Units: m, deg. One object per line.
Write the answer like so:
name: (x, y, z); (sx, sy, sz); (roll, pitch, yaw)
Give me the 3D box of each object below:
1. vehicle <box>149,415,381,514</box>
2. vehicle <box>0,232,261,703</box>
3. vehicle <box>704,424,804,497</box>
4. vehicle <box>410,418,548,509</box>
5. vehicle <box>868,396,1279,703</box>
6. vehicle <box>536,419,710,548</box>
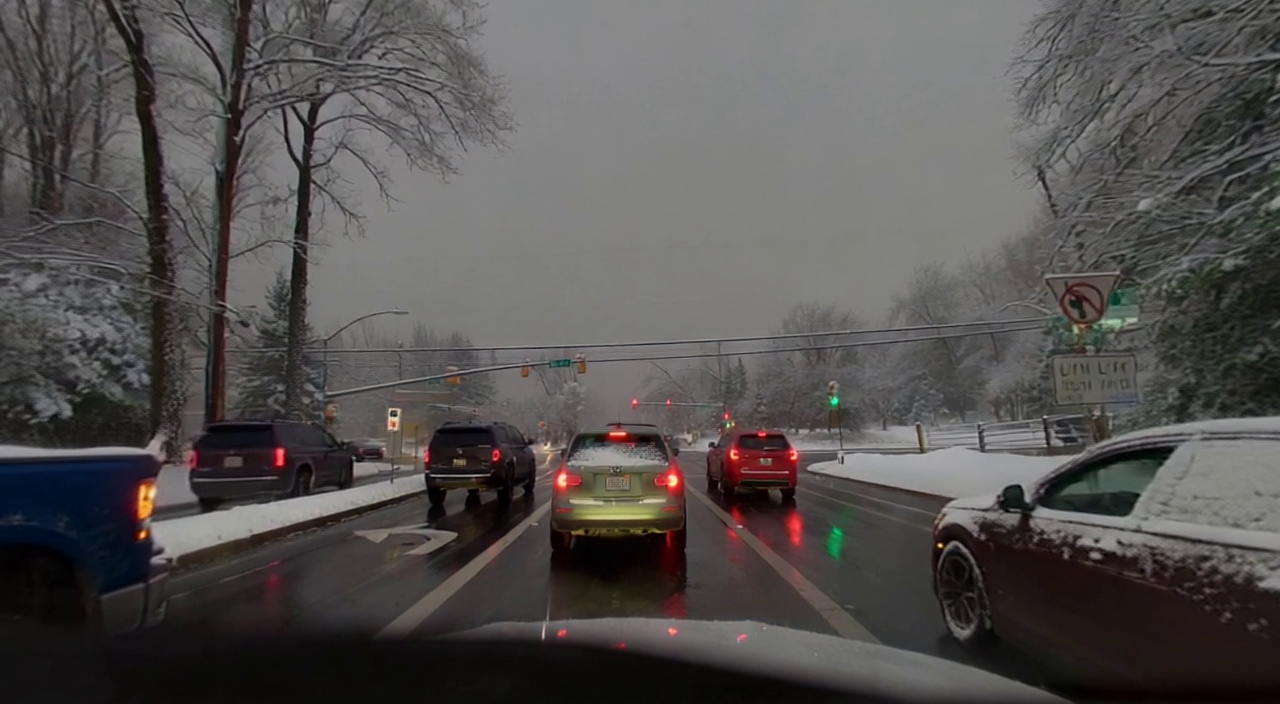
vehicle: (-7.570, 2.332, 13.573); (2.385, 1.687, 5.025); (1, -8, -7)
vehicle: (-3.468, 0.395, 0.561); (2.656, 2.021, 5.800); (0, -8, 0)
vehicle: (3.190, 3.148, 18.645); (2.102, 1.841, 4.587); (0, -8, 0)
vehicle: (-3.647, 2.622, 15.276); (2.089, 1.857, 4.488); (0, -8, 1)
vehicle: (3.004, 1.067, 3.257); (1.874, 1.477, 4.698); (0, -8, 0)
vehicle: (-0.226, 1.943, 9.901); (2.194, 1.607, 3.690); (0, -8, 0)
